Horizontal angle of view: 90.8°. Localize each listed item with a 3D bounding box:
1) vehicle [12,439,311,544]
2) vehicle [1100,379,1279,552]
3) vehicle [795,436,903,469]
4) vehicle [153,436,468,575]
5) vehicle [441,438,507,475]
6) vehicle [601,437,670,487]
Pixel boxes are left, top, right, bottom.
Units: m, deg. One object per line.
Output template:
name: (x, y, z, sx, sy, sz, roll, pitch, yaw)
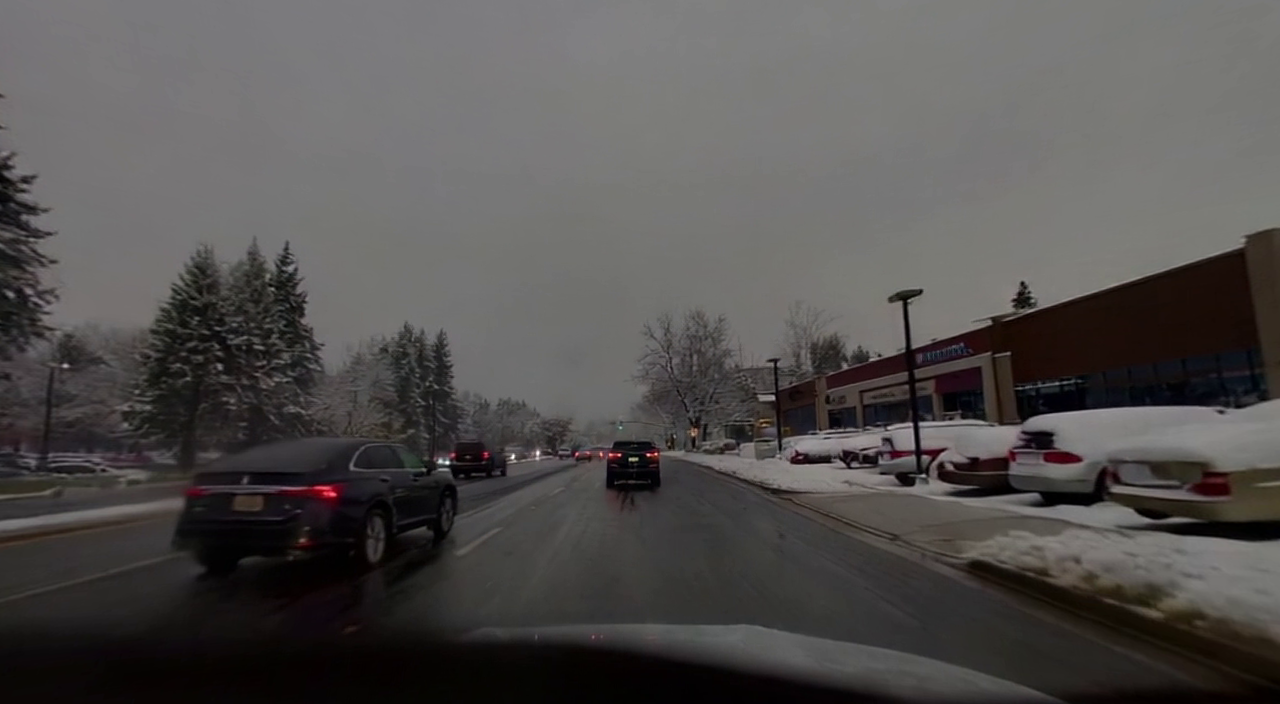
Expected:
vehicle: (-7.896, 2.292, 11.109, 2.009, 1.470, 4.179, 0, -8, -1)
vehicle: (9.058, 1.086, 7.459, 5.501, 1.720, 2.257, -4, -8, -4)
vehicle: (10.164, 4.909, 30.945, 4.619, 1.523, 1.873, 0, -8, 2)
vehicle: (-4.159, 1.991, 9.164, 1.973, 1.456, 4.850, 0, -8, 0)
vehicle: (-8.109, 5.147, 31.292, 2.038, 1.649, 4.665, 0, -8, 0)
vehicle: (-0.196, 3.575, 20.786, 2.061, 1.469, 3.954, 0, -8, -2)
